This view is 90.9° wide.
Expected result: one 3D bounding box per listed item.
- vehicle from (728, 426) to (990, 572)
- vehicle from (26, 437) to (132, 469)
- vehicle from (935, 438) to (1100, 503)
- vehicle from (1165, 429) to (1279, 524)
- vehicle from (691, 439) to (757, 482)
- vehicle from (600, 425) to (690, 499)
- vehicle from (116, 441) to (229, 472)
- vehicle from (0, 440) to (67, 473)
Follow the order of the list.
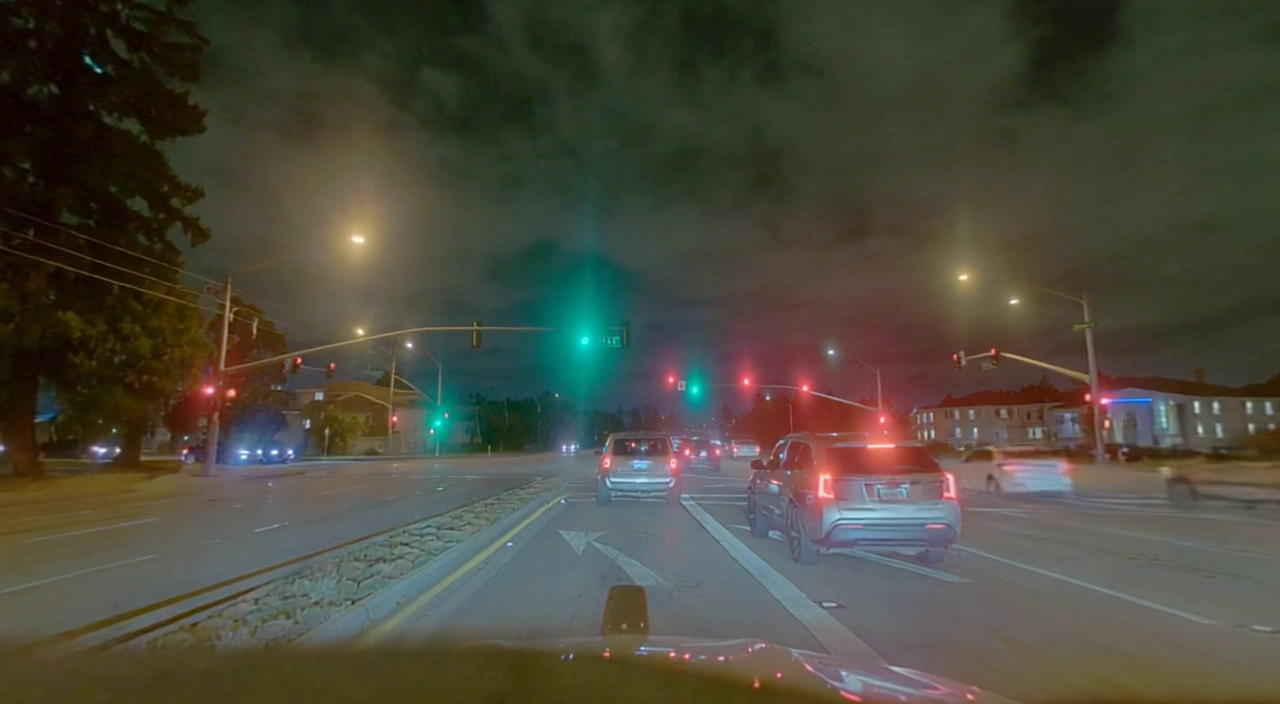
[{"bbox_3d":[2.577,1.848,8.780,2.009,1.480,4.423,0,-8,-1],"label":"vehicle"},{"bbox_3d":[-36.873,6.626,41.531,4.771,1.778,2.032,3,-8,-3],"label":"vehicle"},{"bbox_3d":[9.929,3.115,17.050,1.824,1.511,4.185,0,-8,0],"label":"vehicle"},{"bbox_3d":[12.701,2.279,11.566,2.085,1.726,4.668,0,-8,1],"label":"vehicle"},{"bbox_3d":[3.026,3.991,23.481,1.795,1.457,3.979,0,-8,-2],"label":"vehicle"},{"bbox_3d":[0.068,2.889,16.873,2.099,1.705,4.020,0,-8,-1],"label":"vehicle"},{"bbox_3d":[-26.350,5.887,35.635,4.724,1.630,1.968,0,-8,-3],"label":"vehicle"},{"bbox_3d":[-35.031,5.779,34.941,4.465,1.693,1.959,2,-9,-1],"label":"vehicle"}]
